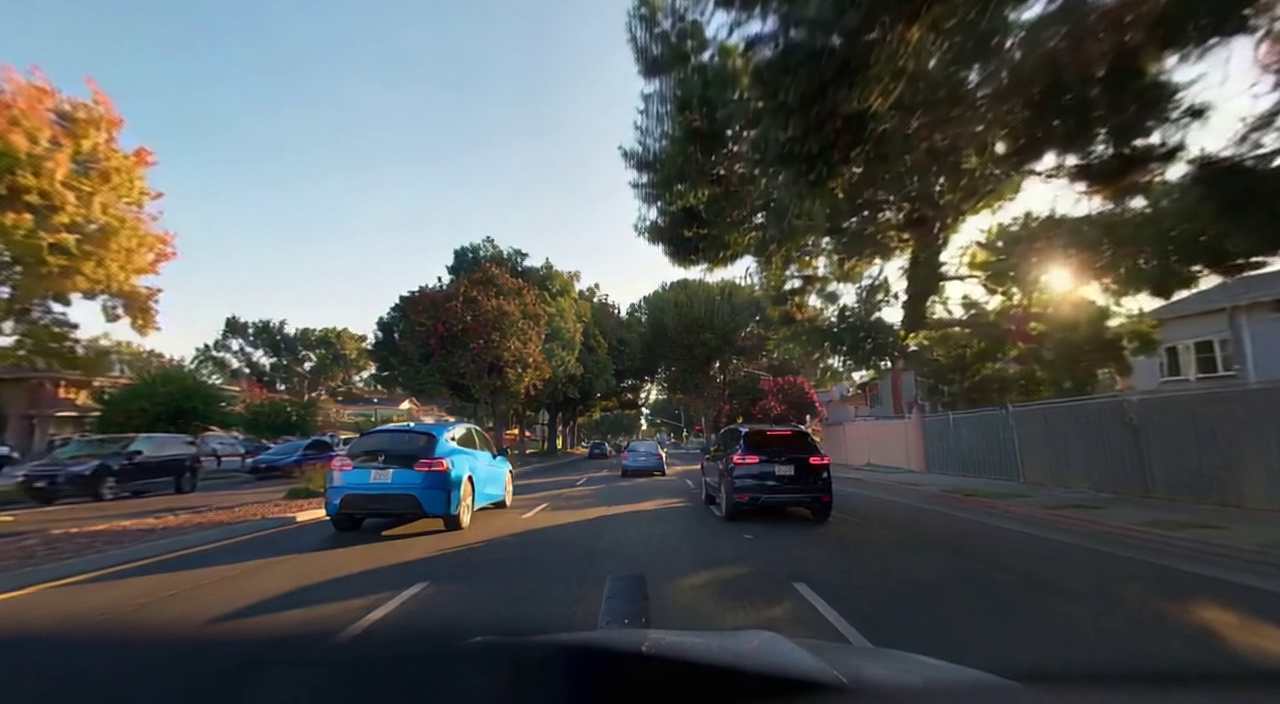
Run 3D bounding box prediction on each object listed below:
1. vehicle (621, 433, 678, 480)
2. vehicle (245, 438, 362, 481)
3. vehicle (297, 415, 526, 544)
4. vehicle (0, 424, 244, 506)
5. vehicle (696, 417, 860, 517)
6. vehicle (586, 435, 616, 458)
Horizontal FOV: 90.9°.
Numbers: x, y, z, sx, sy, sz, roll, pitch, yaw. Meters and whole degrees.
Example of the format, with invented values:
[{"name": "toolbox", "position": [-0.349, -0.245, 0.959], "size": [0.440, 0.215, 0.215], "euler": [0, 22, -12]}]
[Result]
[{"name": "vehicle", "position": [0.315, 3.762, 22.939], "size": [1.922, 1.579, 3.642], "euler": [0, -8, 0]}, {"name": "vehicle", "position": [-12.294, 3.934, 23.434], "size": [1.849, 1.452, 4.423], "euler": [0, -8, 1]}, {"name": "vehicle", "position": [-3.463, 2.019, 10.738], "size": [2.043, 1.687, 4.676], "euler": [0, -8, 1]}, {"name": "vehicle", "position": [-12.462, 2.704, 15.625], "size": [1.928, 1.675, 4.900], "euler": [0, -8, 2]}, {"name": "vehicle", "position": [2.628, 2.336, 13.341], "size": [2.280, 1.747, 4.361], "euler": [0, -8, -3]}, {"name": "vehicle", "position": [-3.022, 7.415, 49.629], "size": [2.014, 1.755, 4.360], "euler": [0, -8, 1]}]
